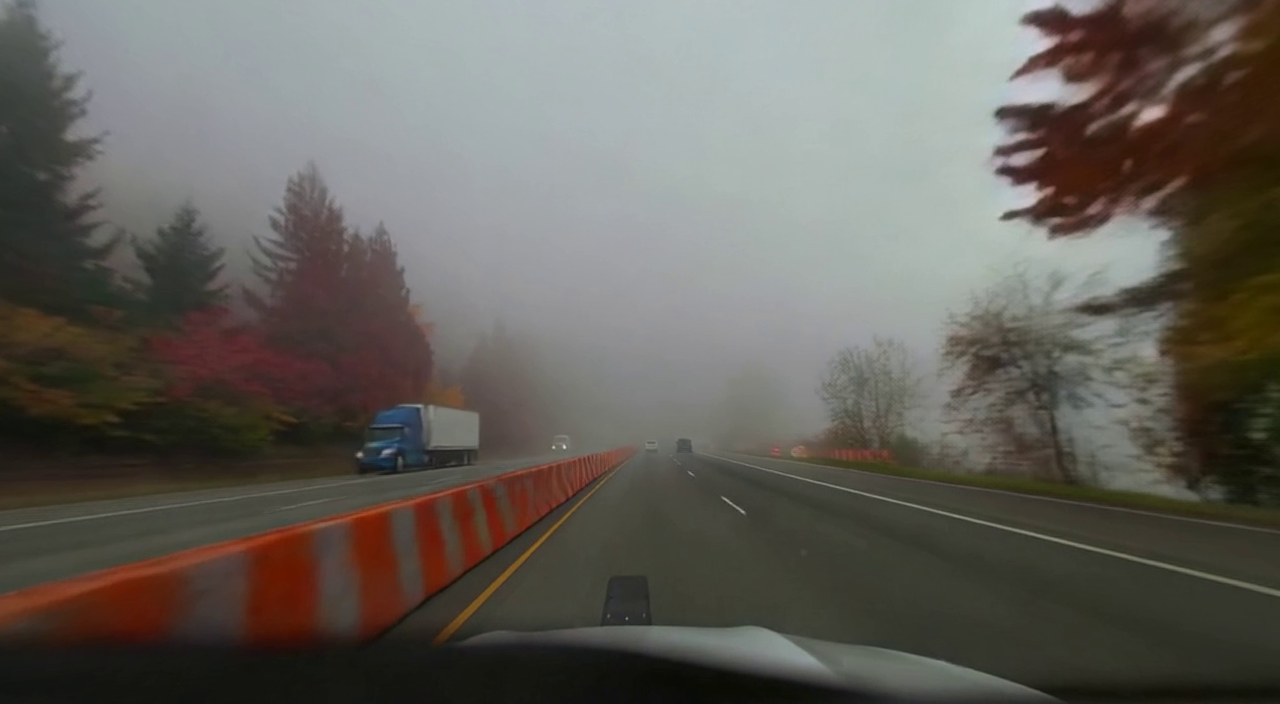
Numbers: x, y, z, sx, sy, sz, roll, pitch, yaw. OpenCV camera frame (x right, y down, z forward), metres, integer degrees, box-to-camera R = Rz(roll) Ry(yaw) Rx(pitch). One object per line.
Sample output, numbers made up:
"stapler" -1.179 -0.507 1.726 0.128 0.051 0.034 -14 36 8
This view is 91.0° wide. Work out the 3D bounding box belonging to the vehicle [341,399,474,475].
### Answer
"vehicle" -14.435 5.608 41.076 3.100 4.065 13.948 0 -8 1
